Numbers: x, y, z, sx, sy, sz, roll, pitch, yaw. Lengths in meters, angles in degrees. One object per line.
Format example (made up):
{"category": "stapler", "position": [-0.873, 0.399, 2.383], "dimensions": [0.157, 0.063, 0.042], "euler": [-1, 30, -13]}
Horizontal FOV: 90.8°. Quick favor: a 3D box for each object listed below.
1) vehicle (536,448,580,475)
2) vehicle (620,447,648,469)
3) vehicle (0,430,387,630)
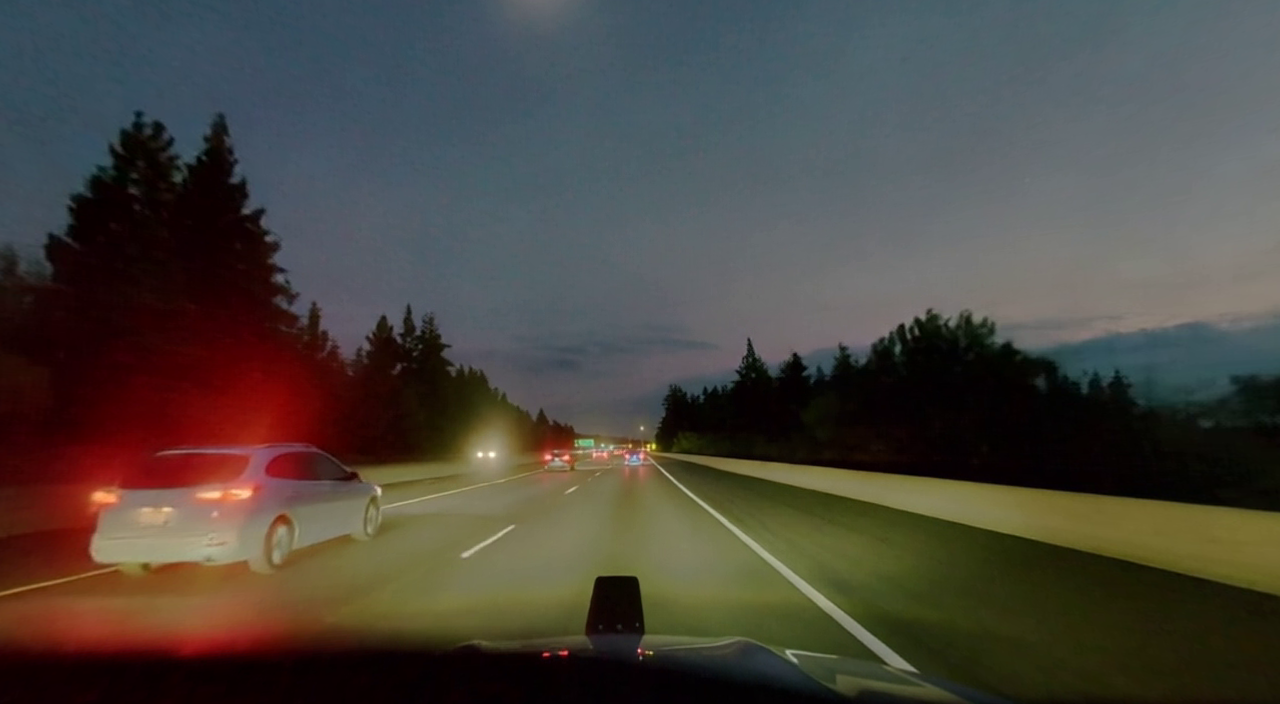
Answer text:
{"category": "vehicle", "position": [-4.738, 6.375, 37.024], "dimensions": [2.052, 1.468, 4.390], "euler": [0, -9, -1]}
{"category": "vehicle", "position": [-0.510, 8.261, 49.304], "dimensions": [2.070, 1.603, 4.806], "euler": [0, -9, -2]}
{"category": "vehicle", "position": [-4.637, 1.688, 7.044], "dimensions": [1.838, 1.508, 4.317], "euler": [0, -9, 0]}
